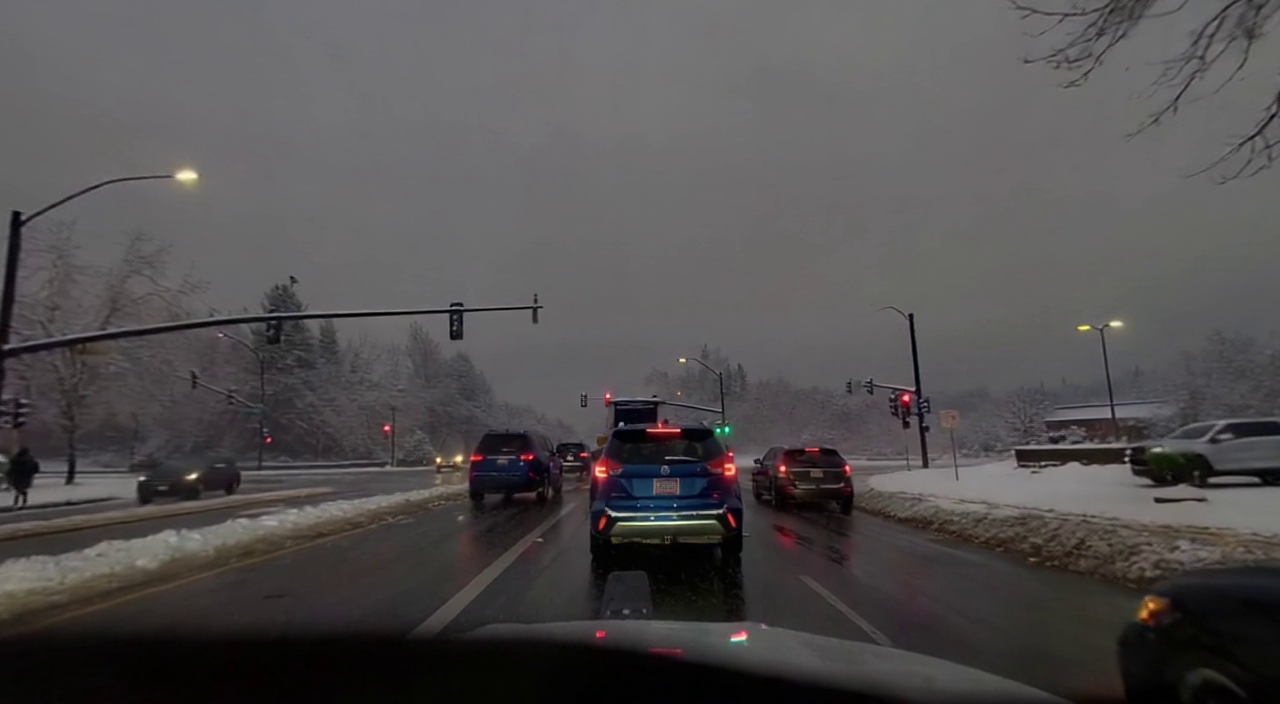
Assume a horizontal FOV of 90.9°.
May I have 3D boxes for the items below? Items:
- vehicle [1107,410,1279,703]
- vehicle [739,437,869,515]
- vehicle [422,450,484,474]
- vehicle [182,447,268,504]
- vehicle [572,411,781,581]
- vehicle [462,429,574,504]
[{"bbox_3d":[3.440,0.751,0.898,1.958,1.500,4.687,0,-8,0],"label":"vehicle"},{"bbox_3d":[3.710,2.871,15.083,1.954,1.592,3.992,0,-9,-1],"label":"vehicle"},{"bbox_3d":[-12.741,7.451,42.818,4.308,1.497,1.876,-7,-11,39],"label":"vehicle"},{"bbox_3d":[-13.583,3.965,20.860,1.926,1.636,4.395,4,-10,-29],"label":"vehicle"},{"bbox_3d":[0.367,1.834,8.842,2.172,1.764,4.338,0,-8,0],"label":"vehicle"},{"bbox_3d":[-3.270,3.193,18.022,2.209,1.828,4.847,0,-9,0],"label":"vehicle"}]
